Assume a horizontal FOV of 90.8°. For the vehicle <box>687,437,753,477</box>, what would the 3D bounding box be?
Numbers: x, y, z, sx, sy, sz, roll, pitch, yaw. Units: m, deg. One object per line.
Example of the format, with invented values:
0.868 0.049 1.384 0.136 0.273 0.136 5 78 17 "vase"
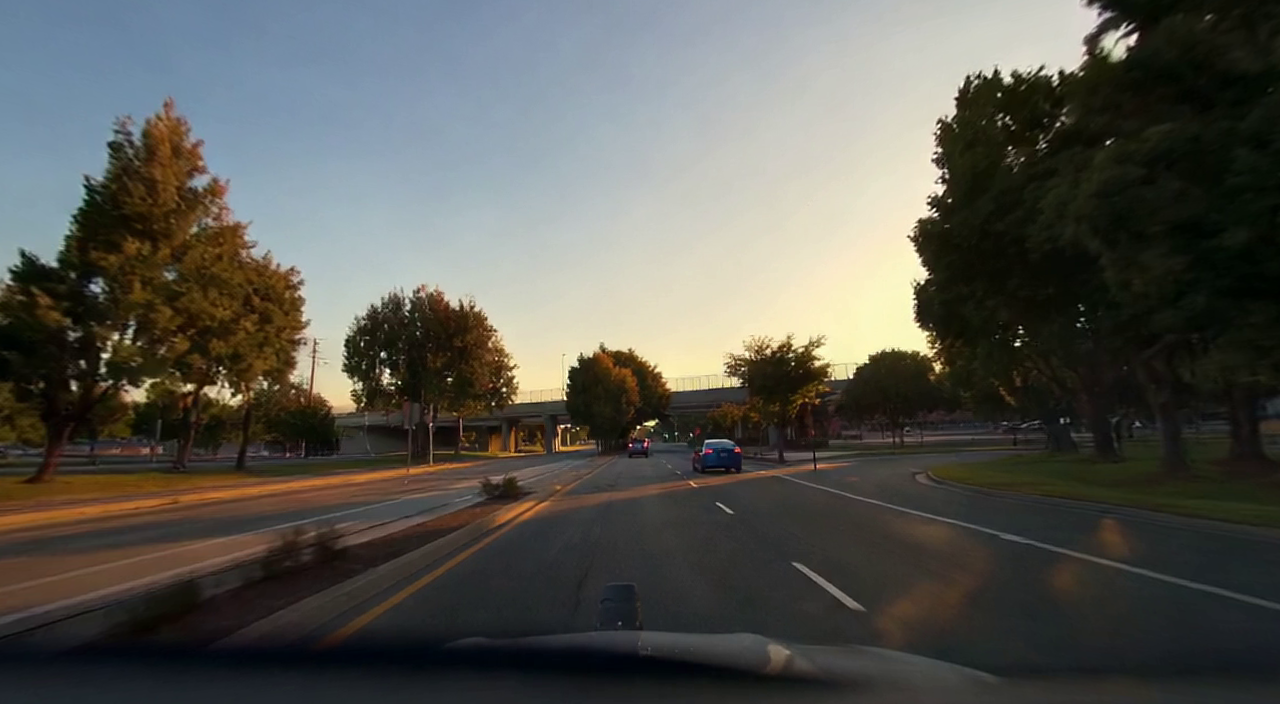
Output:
3.247 4.357 26.461 2.062 1.484 4.332 0 -8 -1 "vehicle"
